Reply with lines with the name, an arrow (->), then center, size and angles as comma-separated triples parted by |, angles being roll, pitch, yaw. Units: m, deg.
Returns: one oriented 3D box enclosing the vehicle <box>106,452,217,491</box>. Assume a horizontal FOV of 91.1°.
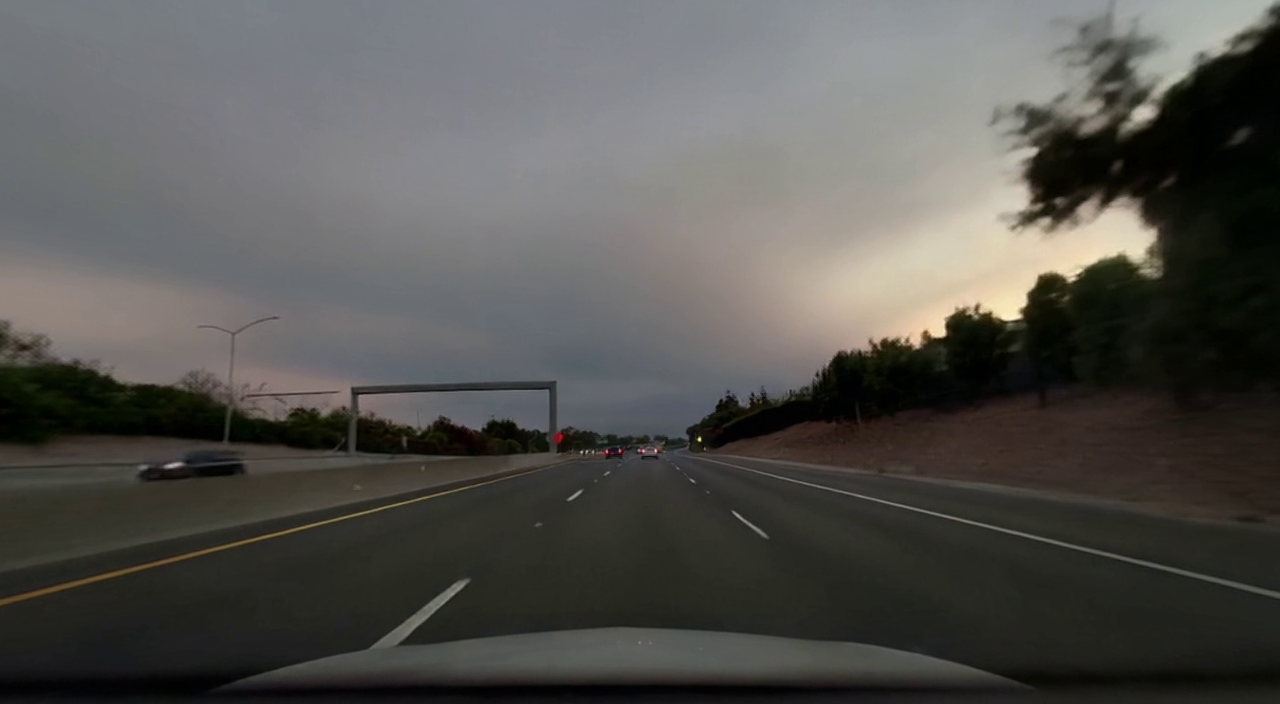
vehicle -> -20.102, 4.998, 26.601 | 1.830, 1.508, 3.563 | 0, -9, 0
